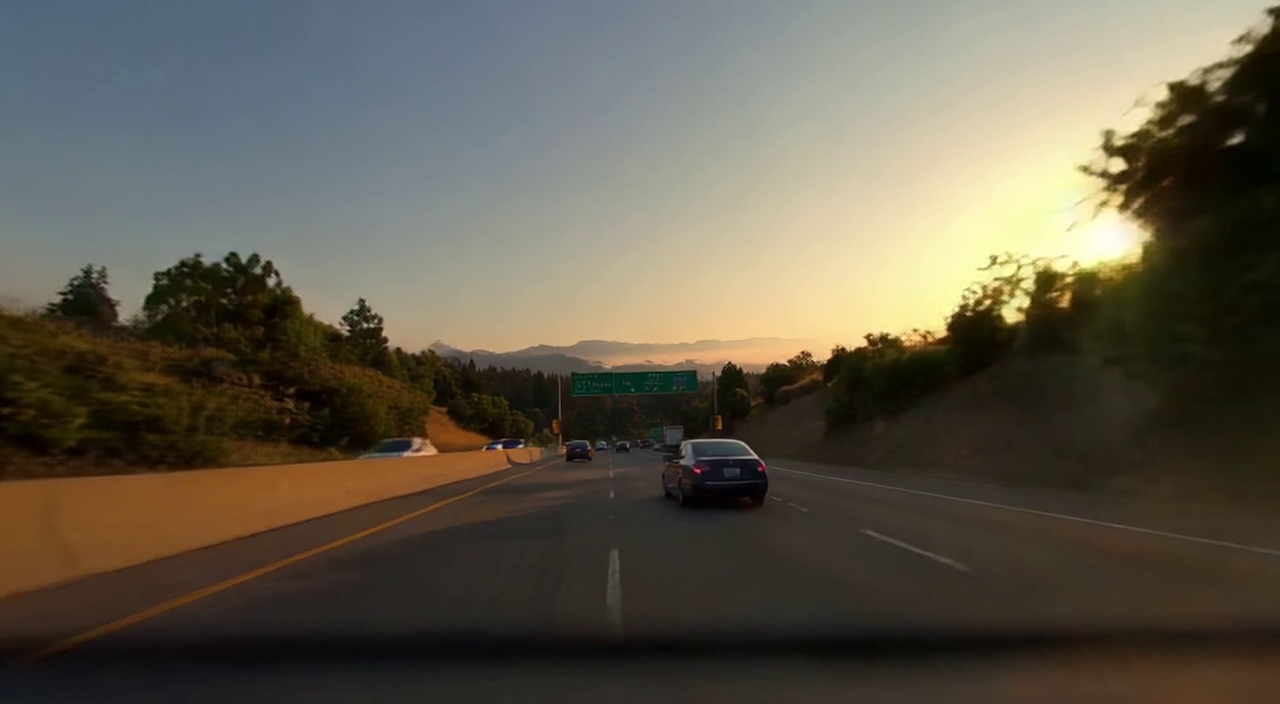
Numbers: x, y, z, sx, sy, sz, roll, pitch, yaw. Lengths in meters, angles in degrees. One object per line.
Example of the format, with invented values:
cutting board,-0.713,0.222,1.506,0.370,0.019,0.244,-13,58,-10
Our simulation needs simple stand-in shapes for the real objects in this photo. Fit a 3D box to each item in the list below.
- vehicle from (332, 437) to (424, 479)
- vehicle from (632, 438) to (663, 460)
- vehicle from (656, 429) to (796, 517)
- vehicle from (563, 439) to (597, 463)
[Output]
vehicle,-10.844,4.382,26.512,2.017,1.576,4.657,0,-8,-2
vehicle,0.521,7.119,46.557,1.995,1.556,3.893,0,-8,-4
vehicle,1.562,2.411,13.343,1.961,1.495,4.743,0,-8,-4
vehicle,-3.972,6.597,42.380,2.055,1.466,4.317,0,-8,-3
